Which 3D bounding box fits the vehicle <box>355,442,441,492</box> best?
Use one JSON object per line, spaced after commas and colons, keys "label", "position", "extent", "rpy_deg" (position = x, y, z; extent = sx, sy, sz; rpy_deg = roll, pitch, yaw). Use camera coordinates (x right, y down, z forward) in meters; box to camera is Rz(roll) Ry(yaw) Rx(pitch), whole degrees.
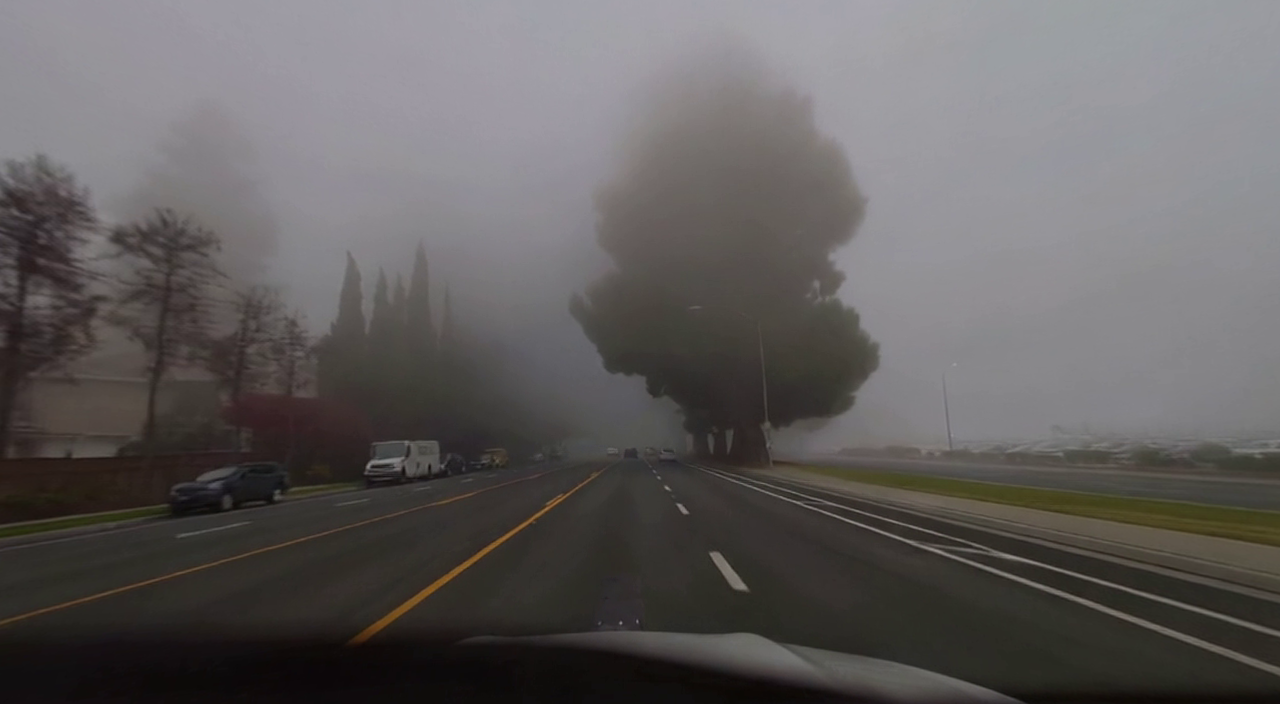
{"label": "vehicle", "position": [-12.396, 5.893, 32.840], "extent": [2.630, 2.286, 5.309], "rpy_deg": [-1, -9, -3]}

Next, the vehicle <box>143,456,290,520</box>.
{"label": "vehicle", "position": [-12.360, 3.942, 18.806], "extent": [1.762, 1.552, 3.901], "rpy_deg": [-2, -9, -2]}
